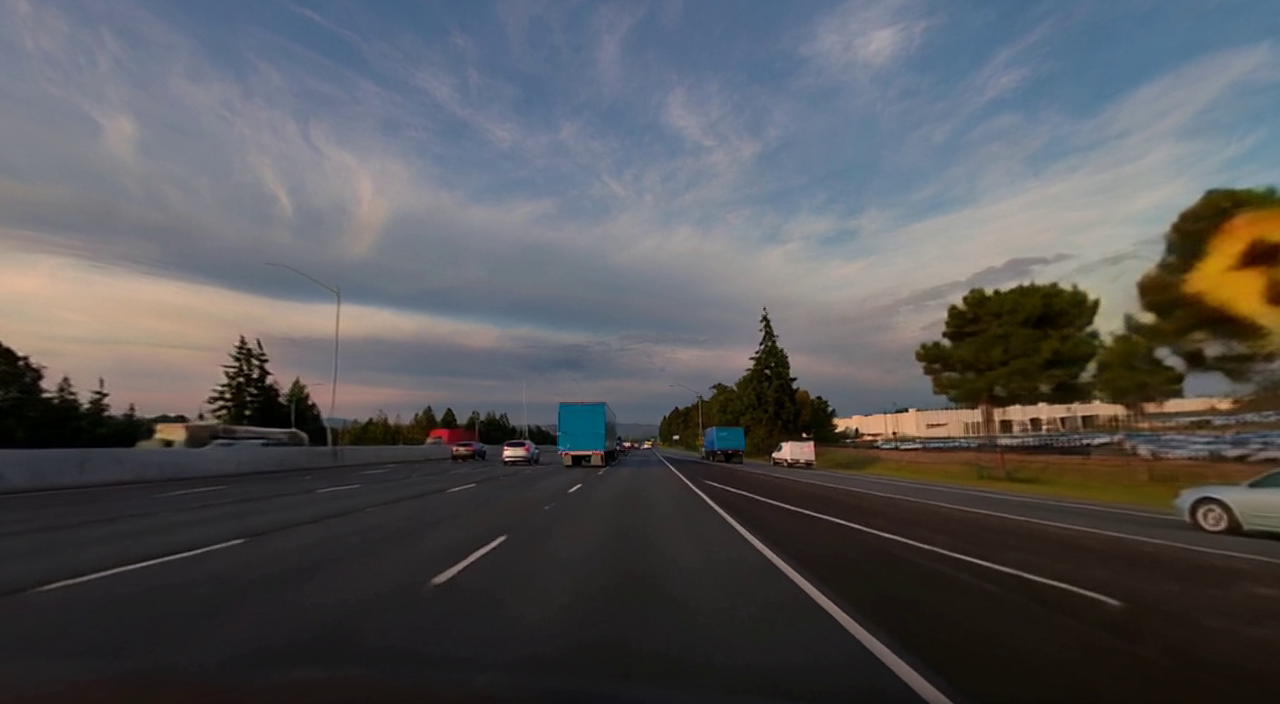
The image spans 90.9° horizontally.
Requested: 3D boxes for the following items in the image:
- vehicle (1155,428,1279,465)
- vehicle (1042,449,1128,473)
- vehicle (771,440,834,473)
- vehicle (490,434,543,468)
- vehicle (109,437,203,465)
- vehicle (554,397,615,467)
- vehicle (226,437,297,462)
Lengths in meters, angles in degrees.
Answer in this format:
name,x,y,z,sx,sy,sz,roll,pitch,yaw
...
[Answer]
name,x,y,z,sx,sy,sz,roll,pitch,yaw
vehicle,28.313,4.629,30.822,4.586,1.710,1.944,0,-8,-2
vehicle,29.107,7.124,41.305,4.154,1.498,1.891,0,-8,-2
vehicle,9.025,5.831,35.366,2.083,1.706,4.129,0,-8,-5
vehicle,-6.992,5.641,36.139,2.058,1.840,4.443,-1,-8,1
vehicle,-29.205,6.002,38.266,1.966,1.558,4.687,0,-8,1
vehicle,-3.431,5.547,42.894,2.905,4.037,12.921,0,-8,0
vehicle,-25.360,6.564,42.493,1.948,1.543,4.507,0,-8,1
